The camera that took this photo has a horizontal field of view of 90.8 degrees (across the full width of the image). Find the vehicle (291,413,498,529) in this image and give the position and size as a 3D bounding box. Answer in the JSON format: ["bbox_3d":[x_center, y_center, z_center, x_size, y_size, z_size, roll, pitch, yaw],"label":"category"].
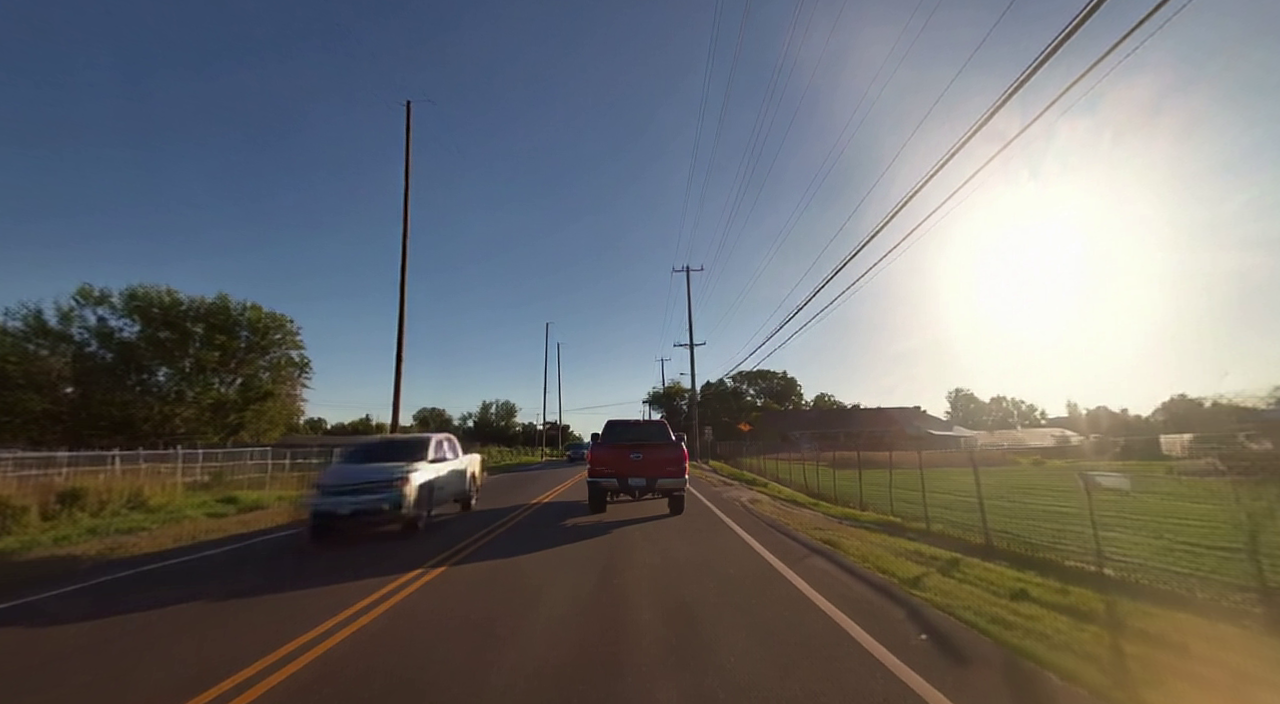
[{"bbox_3d":[-4.418,2.240,12.451,2.077,1.805,4.891,0,-8,0],"label":"vehicle"}]

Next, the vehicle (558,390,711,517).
[{"bbox_3d":[-0.137,2.233,14.210,2.693,2.223,5.885,0,-8,-1],"label":"vehicle"}]
